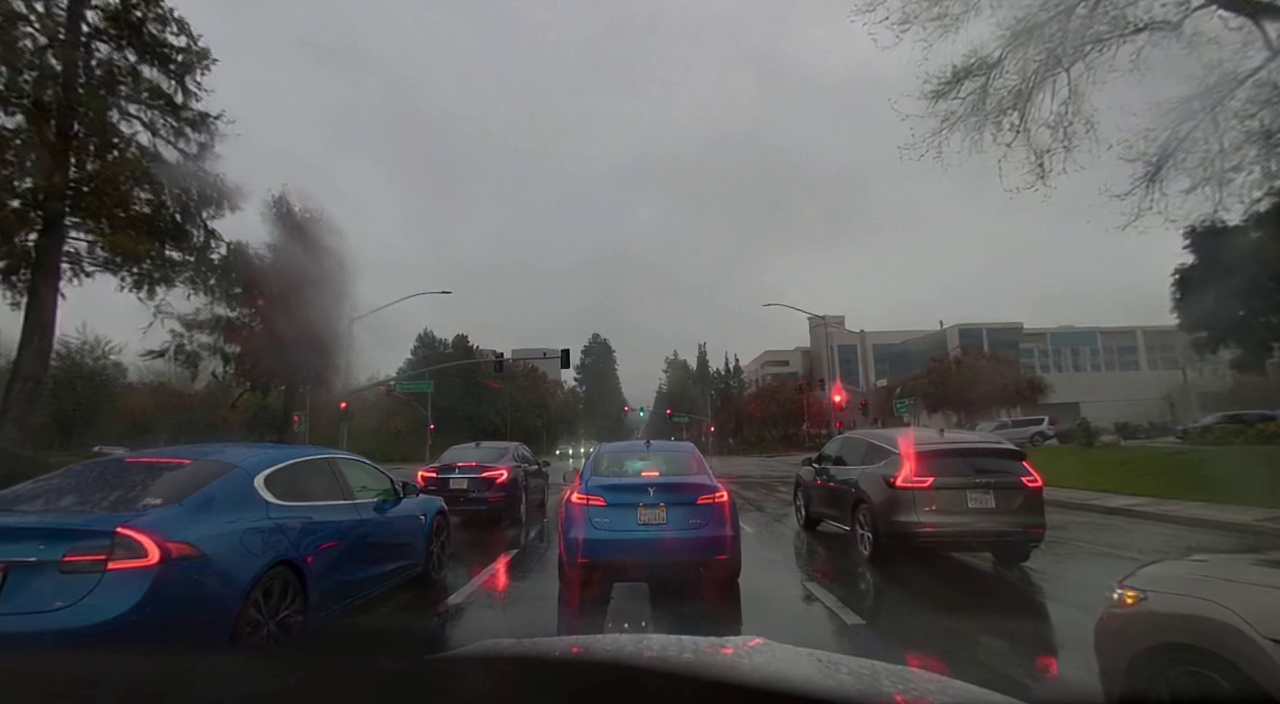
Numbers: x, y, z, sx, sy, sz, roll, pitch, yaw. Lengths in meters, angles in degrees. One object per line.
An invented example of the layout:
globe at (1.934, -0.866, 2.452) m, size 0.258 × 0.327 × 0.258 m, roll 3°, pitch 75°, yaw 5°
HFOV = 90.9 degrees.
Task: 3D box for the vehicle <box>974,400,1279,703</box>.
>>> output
vehicle at (3.314, 0.897, 2.007) m, size 1.951 × 1.522 × 4.614 m, roll 0°, pitch -9°, yaw 0°

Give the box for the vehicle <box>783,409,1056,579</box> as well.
vehicle at (3.418, 1.804, 8.736) m, size 1.938 × 1.732 × 4.006 m, roll 2°, pitch -9°, yaw 0°

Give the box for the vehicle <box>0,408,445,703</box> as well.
vehicle at (-3.081, 1.271, 4.404) m, size 2.015 × 1.478 × 4.407 m, roll 0°, pitch -8°, yaw 0°

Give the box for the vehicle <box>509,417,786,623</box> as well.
vehicle at (0.024, 1.614, 7.061) m, size 2.144 × 1.563 × 4.218 m, roll 0°, pitch -8°, yaw -1°
